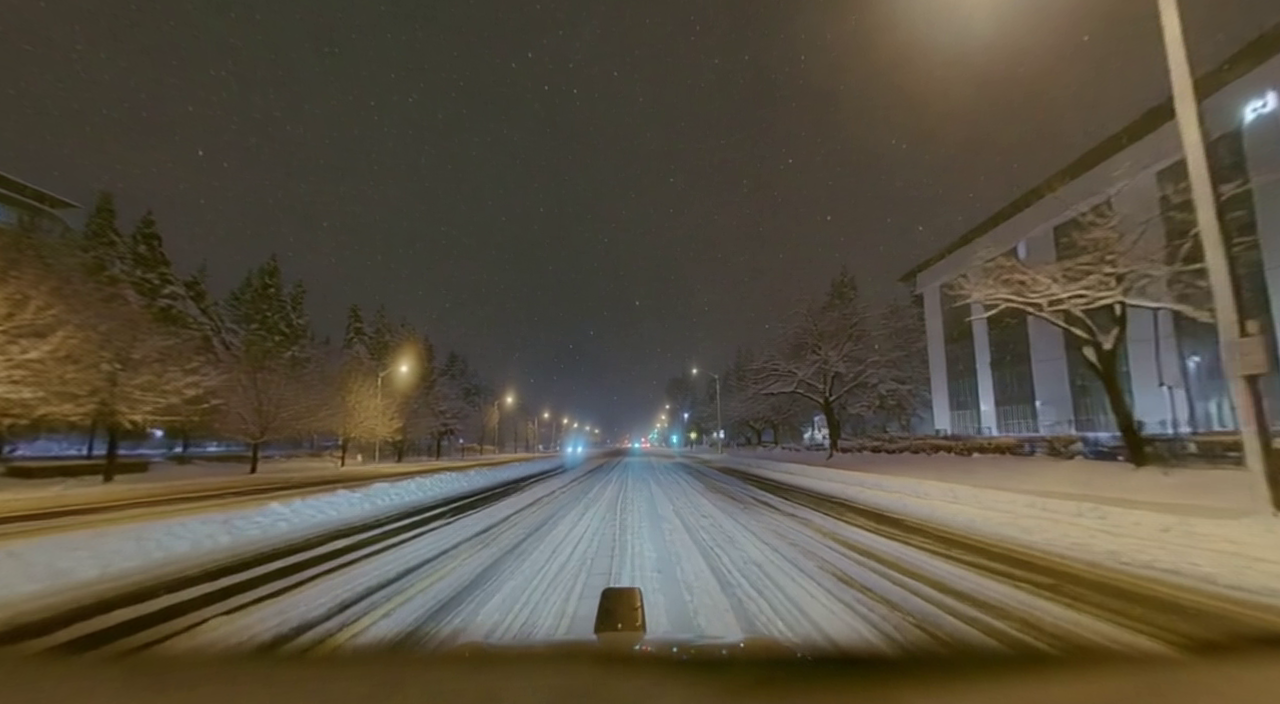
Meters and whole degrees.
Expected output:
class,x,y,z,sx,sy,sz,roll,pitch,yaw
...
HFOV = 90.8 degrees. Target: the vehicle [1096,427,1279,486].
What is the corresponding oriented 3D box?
class,x,y,z,sx,sy,sz,roll,pitch,yaw
vehicle,17.485,3.231,19.689,4.938,1.729,2.098,0,-9,-3
